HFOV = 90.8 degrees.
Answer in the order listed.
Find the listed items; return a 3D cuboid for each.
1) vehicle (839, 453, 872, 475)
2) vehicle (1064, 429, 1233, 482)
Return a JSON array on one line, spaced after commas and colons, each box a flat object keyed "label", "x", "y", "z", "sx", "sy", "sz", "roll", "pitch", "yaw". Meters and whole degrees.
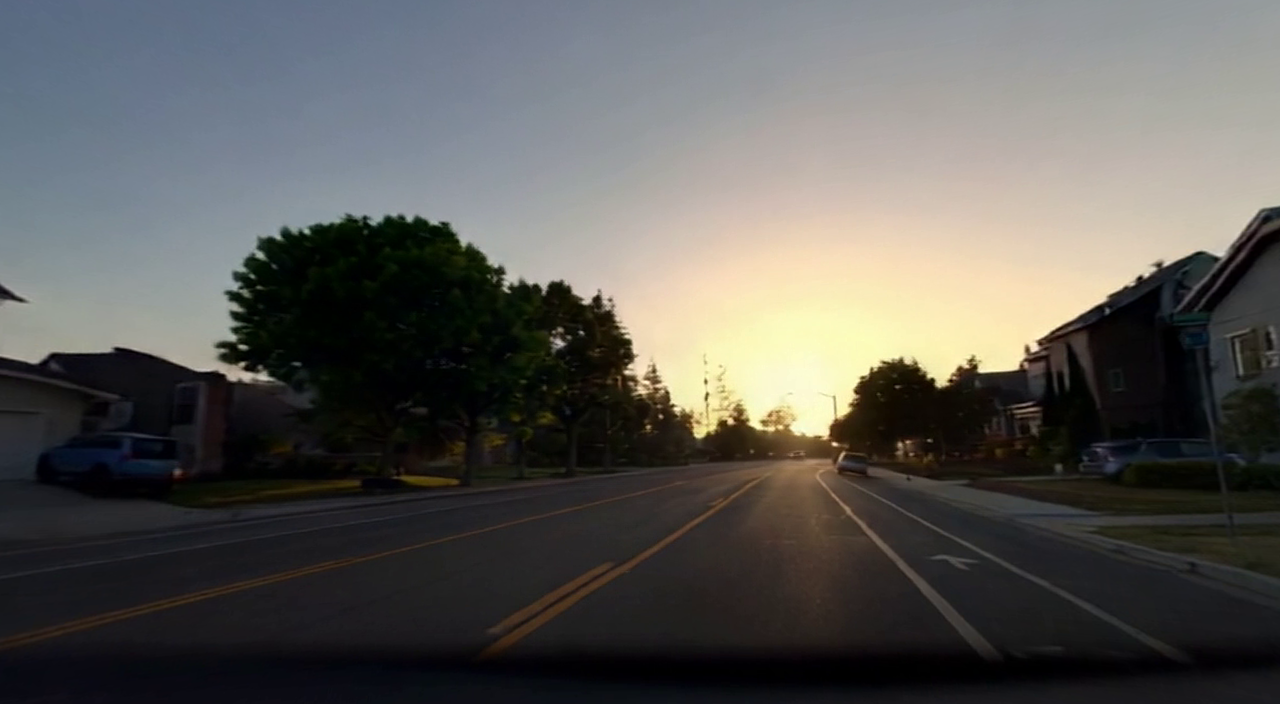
[{"label": "vehicle", "x": 16.706, "y": 8.650, "z": 49.081, "sx": 1.971, "sy": 1.558, "sz": 4.895, "roll": -1, "pitch": -10, "yaw": 14}, {"label": "vehicle", "x": 20.111, "y": 4.114, "z": 25.242, "sx": 4.682, "sy": 1.956, "sz": 2.001, "roll": -3, "pitch": -8, "yaw": 13}]
